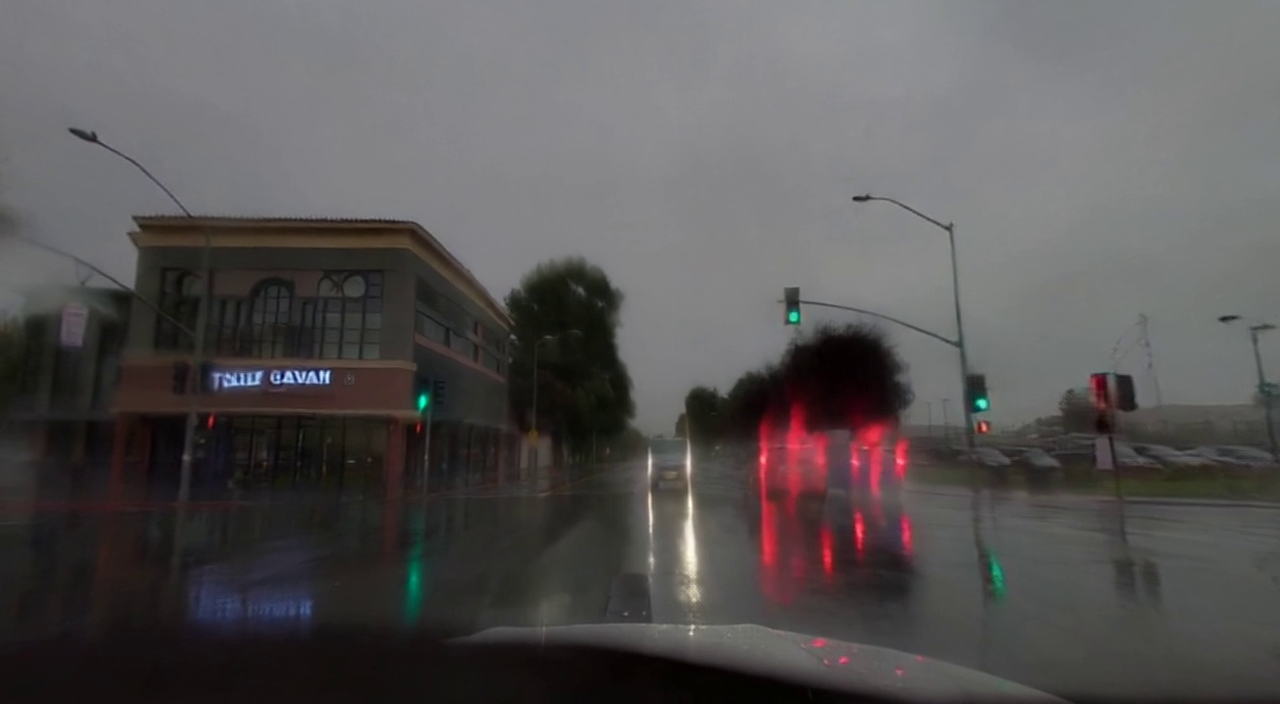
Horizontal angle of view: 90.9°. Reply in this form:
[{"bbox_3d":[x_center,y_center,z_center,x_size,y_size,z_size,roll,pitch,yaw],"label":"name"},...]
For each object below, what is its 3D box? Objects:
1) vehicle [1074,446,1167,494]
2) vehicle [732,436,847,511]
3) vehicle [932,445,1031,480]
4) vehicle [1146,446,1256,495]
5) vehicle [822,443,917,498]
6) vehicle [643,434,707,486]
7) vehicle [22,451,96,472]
[{"bbox_3d":[17.484,4.258,23.143,1.875,1.543,3.853,-4,-9,26],"label":"vehicle"},{"bbox_3d":[3.841,3.181,17.105,2.048,1.725,4.754,0,-8,1],"label":"vehicle"},{"bbox_3d":[17.130,5.523,31.867,1.924,1.579,4.084,3,-8,-18],"label":"vehicle"},{"bbox_3d":[19.848,4.151,22.489,1.791,1.520,3.649,-4,-9,24],"label":"vehicle"},{"bbox_3d":[7.673,3.944,21.495,1.792,1.682,4.089,0,-8,2],"label":"vehicle"},{"bbox_3d":[1.364,4.455,26.479,2.390,1.948,5.344,0,-8,1],"label":"vehicle"},{"bbox_3d":[-40.504,7.621,43.994,3.391,1.379,1.562,3,-9,-24],"label":"vehicle"}]
